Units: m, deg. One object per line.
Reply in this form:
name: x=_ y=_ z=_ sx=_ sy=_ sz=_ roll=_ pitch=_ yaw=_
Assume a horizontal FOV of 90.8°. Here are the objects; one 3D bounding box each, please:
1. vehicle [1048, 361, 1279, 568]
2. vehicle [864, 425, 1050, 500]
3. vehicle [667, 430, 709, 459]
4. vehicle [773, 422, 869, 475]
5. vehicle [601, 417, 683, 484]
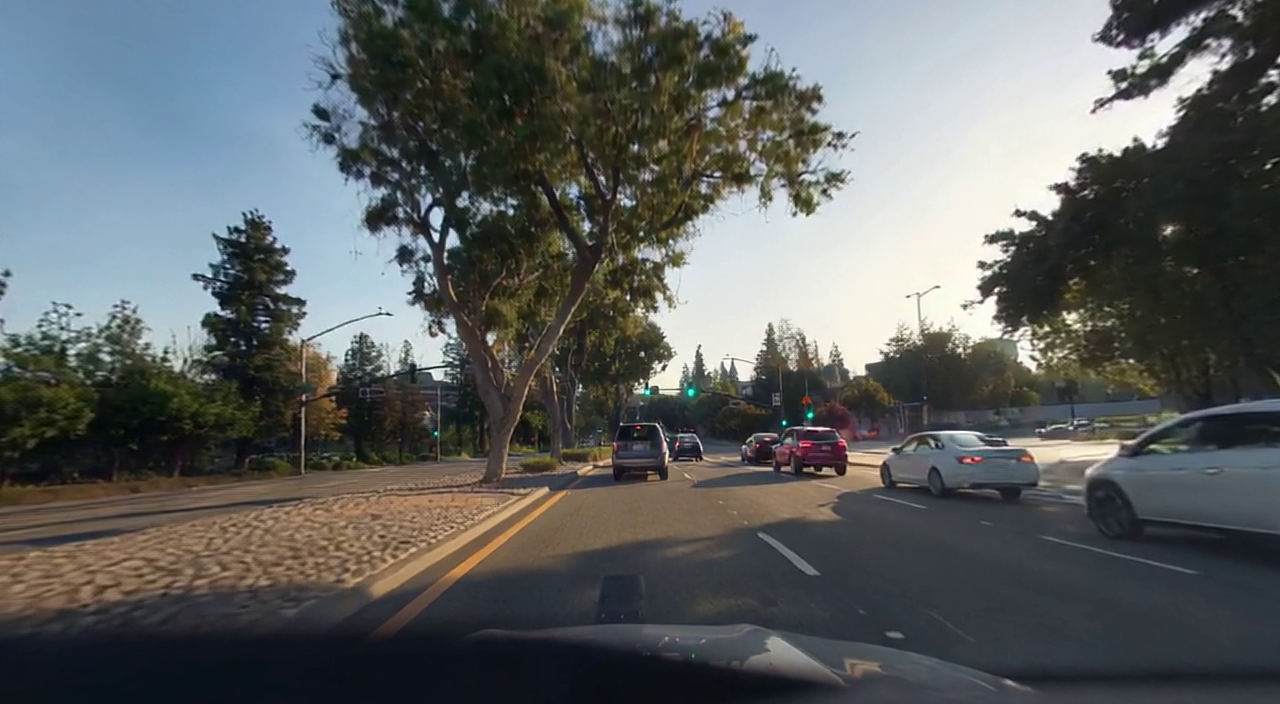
vehicle: x=7.091 y=1.161 z=6.650 sx=2.226 sy=1.913 sz=4.901 roll=0 pitch=-9 yaw=-1
vehicle: x=7.337 y=2.624 z=15.351 sx=2.004 sy=1.504 sz=4.836 roll=0 pitch=-9 yaw=0
vehicle: x=3.166 y=6.262 z=42.660 sx=2.388 sy=1.833 sz=4.506 roll=0 pitch=-9 yaw=-1
vehicle: x=7.039 y=3.849 z=25.256 sx=2.251 sy=1.873 sz=5.346 roll=0 pitch=-9 yaw=0
vehicle: x=0.061 y=3.137 z=20.263 sx=2.353 sy=1.894 sz=4.122 roll=0 pitch=-9 yaw=0
